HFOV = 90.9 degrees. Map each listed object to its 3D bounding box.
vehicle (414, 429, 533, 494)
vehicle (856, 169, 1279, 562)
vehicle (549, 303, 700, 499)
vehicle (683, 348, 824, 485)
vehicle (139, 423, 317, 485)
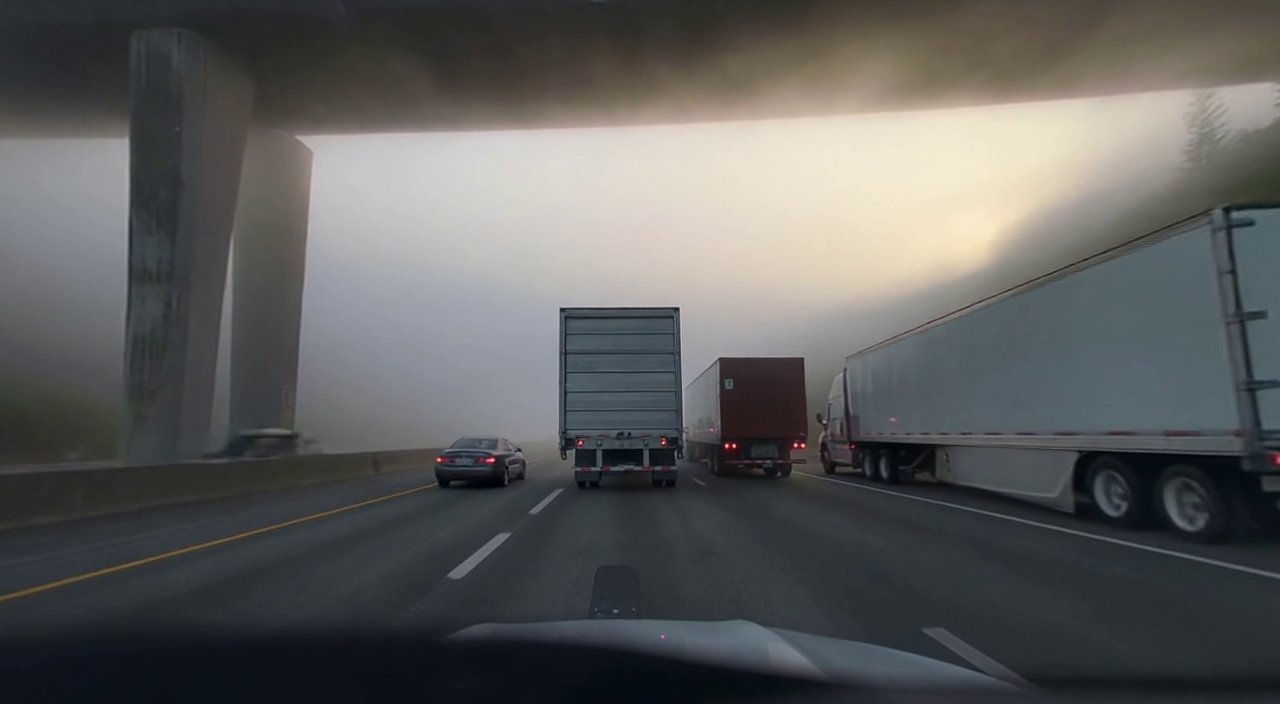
[{"bbox_3d":[-4.116,2.751,16.259,2.049,1.483,3.786,0,-8,0],"label":"vehicle"},{"bbox_3d":[8.165,0.928,12.420,3.000,4.114,13.063,0,-8,-1],"label":"vehicle"},{"bbox_3d":[-0.510,1.700,18.439,3.090,4.065,10.702,0,-8,-2],"label":"vehicle"},{"bbox_3d":[3.614,2.585,23.700,2.817,3.886,11.491,0,-8,-2],"label":"vehicle"},{"bbox_3d":[-11.683,2.922,18.385,2.065,1.564,4.640,0,-8,0],"label":"vehicle"}]
